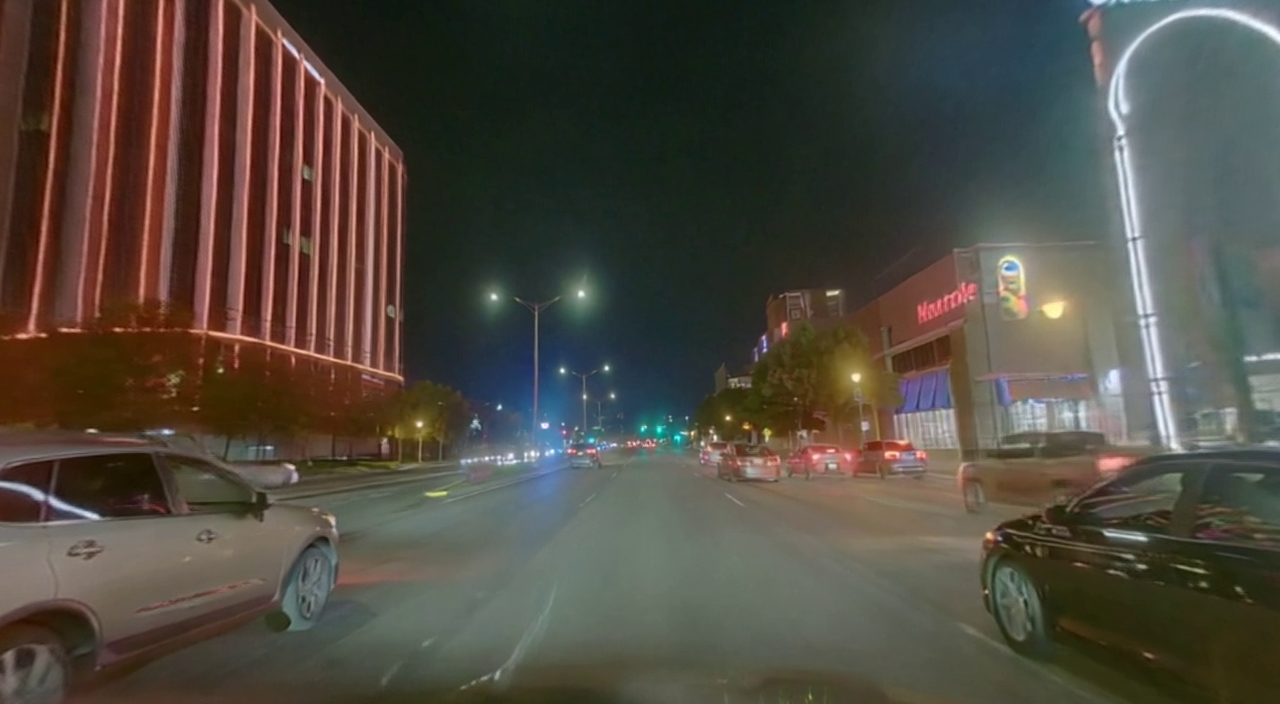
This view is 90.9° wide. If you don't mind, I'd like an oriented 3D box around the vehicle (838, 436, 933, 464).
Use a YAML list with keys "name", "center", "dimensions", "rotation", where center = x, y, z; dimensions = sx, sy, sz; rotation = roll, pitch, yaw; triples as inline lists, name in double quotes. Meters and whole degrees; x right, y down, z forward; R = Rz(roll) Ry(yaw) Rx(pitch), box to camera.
- name: "vehicle"
  center: [15.975, 6.386, 41.212]
  dimensions: [5.370, 1.699, 1.996]
  rotation: [-8, -11, 42]

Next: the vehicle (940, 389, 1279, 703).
- name: "vehicle"
  center: [3.313, 0.920, 2.504]
  dimensions: [1.981, 1.499, 4.536]
  rotation: [0, -8, 0]

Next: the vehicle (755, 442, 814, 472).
- name: "vehicle"
  center: [7.606, 5.586, 33.731]
  dimensions: [1.976, 1.469, 4.576]
  rotation: [0, -8, -1]

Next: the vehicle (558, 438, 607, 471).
- name: "vehicle"
  center: [-2.813, 5.130, 31.849]
  dimensions: [1.917, 1.511, 4.436]
  rotation: [-1, -8, 2]

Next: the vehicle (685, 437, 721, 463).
- name: "vehicle"
  center: [4.354, 6.800, 43.974]
  dimensions: [2.007, 1.683, 4.171]
  rotation: [0, -8, -1]

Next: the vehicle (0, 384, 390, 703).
- name: "vehicle"
  center: [-3.389, 1.004, 3.157]
  dimensions: [2.155, 1.504, 4.776]
  rotation: [-1, -8, 2]
